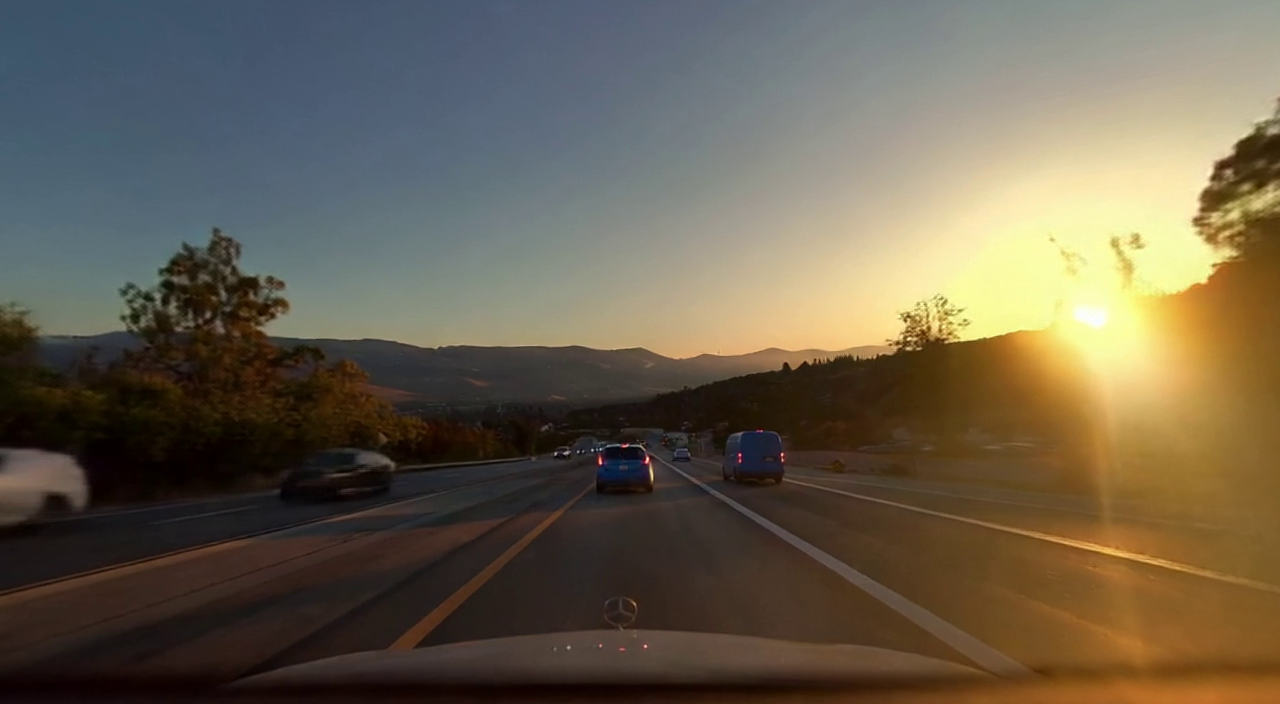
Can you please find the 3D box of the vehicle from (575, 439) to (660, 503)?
[{"bbox_3d":[-0.539,3.144,16.900,2.029,1.483,3.769,0,-9,0],"label":"vehicle"}]

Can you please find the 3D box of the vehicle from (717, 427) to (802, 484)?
[{"bbox_3d":[4.477,3.984,24.314,2.261,1.952,4.784,0,-9,-1],"label":"vehicle"}]

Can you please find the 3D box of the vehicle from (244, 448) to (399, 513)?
[{"bbox_3d":[-8.529,3.445,17.353,1.989,1.524,4.405,0,-9,0],"label":"vehicle"}]
